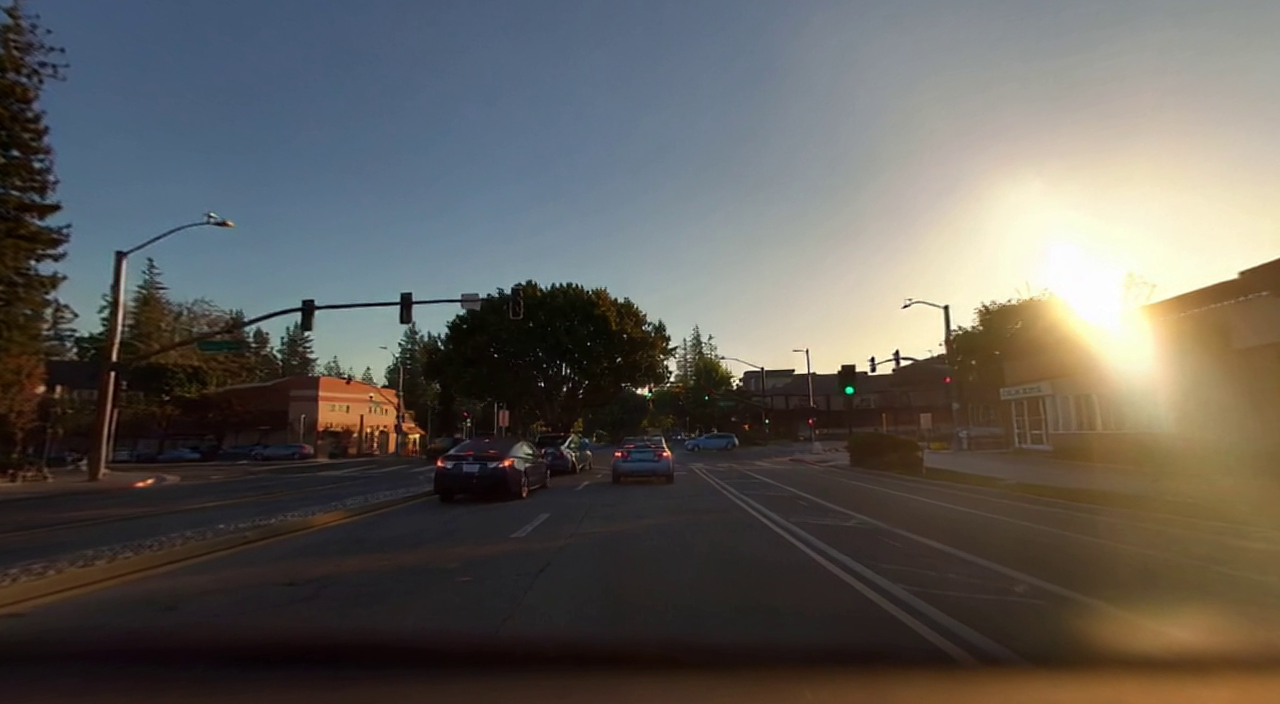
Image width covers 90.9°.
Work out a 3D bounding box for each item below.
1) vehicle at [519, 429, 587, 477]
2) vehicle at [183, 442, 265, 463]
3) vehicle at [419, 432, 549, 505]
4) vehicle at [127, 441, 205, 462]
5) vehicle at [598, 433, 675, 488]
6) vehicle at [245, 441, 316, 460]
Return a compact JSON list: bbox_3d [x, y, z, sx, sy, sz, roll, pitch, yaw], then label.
[{"bbox_3d":[-3.378,4.026,25.329,2.029,1.752,4.420,0,-8,1],"label":"vehicle"},{"bbox_3d":[-30.053,7.251,45.622,4.708,1.467,1.819,0,-8,2],"label":"vehicle"},{"bbox_3d":[-3.584,2.767,15.415,1.942,1.497,4.561,0,-8,1],"label":"vehicle"},{"bbox_3d":[-36.999,7.755,49.265,4.513,1.616,1.899,0,-8,1],"label":"vehicle"},{"bbox_3d":[-0.115,3.210,18.962,2.066,1.482,3.923,0,-8,0],"label":"vehicle"},{"bbox_3d":[-28.053,7.698,49.274,4.423,1.444,1.836,0,-8,1],"label":"vehicle"}]
